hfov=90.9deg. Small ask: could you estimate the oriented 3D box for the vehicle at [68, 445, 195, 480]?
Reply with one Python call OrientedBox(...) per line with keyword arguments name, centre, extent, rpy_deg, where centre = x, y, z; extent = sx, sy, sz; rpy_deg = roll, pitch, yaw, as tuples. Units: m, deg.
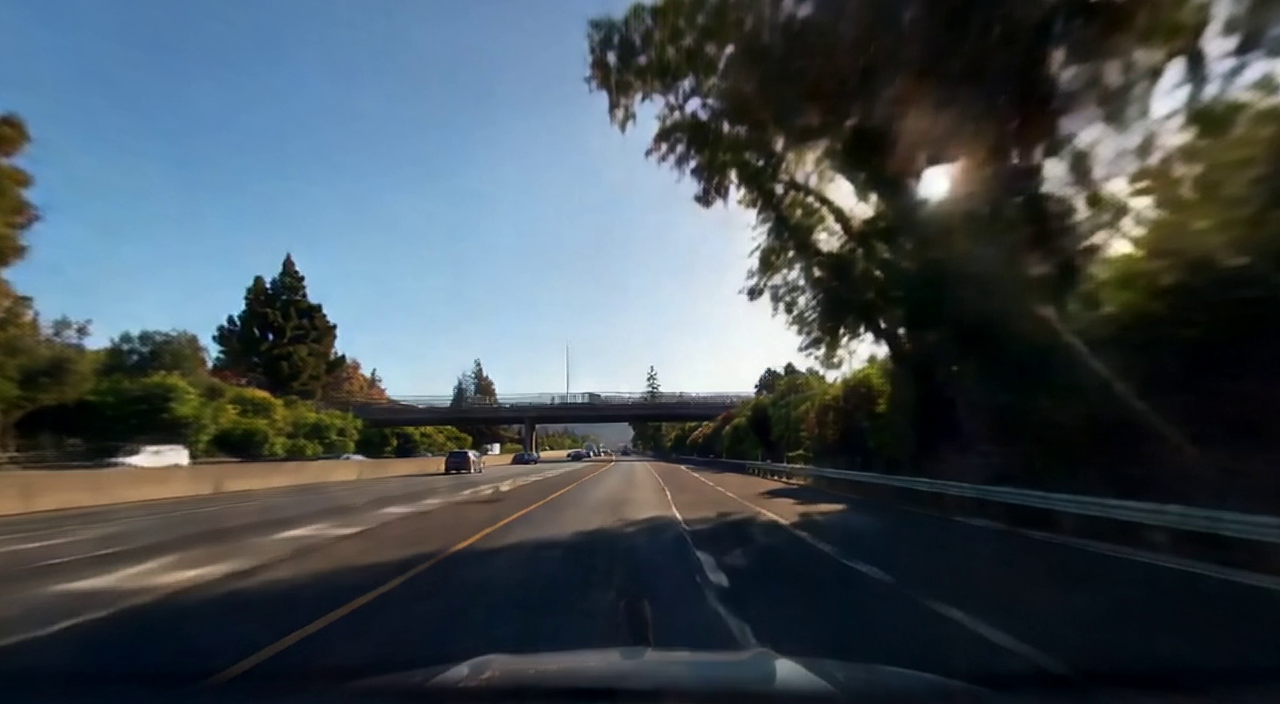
OrientedBox(name="vehicle", centre=(-29.852, 6.488, 37.389), extent=(1.912, 1.789, 6.830), rpy_deg=(-2, -8, 0))
